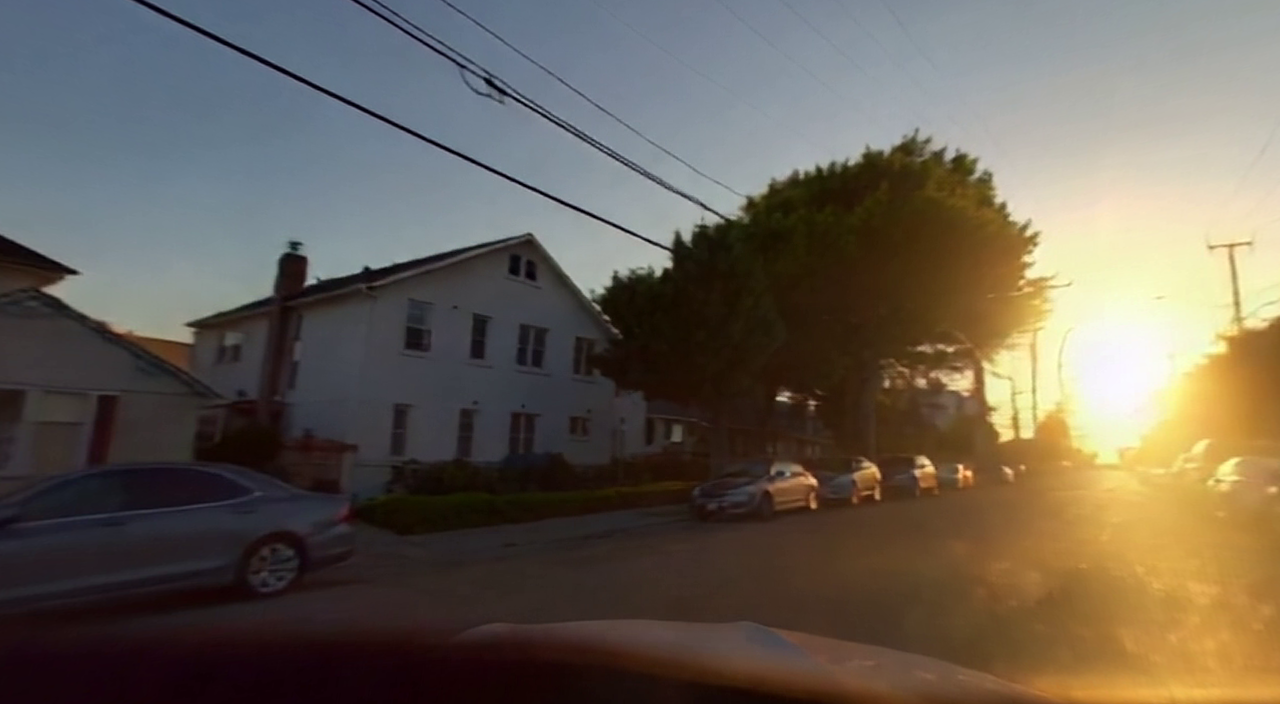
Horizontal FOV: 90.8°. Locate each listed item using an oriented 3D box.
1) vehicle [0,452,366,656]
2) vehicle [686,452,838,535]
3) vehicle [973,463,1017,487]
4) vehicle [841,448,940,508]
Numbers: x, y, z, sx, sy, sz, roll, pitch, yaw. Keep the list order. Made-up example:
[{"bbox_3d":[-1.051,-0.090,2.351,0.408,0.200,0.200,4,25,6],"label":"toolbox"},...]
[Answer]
[{"bbox_3d":[-4.977,1.597,5.445,1.746,1.391,4.469,-7,-10,36],"label":"vehicle"},{"bbox_3d":[3.162,3.369,15.750,1.909,1.675,4.442,-7,-10,36],"label":"vehicle"},{"bbox_3d":[23.660,8.135,42.029,1.958,1.359,4.357,-6,-10,35],"label":"vehicle"},{"bbox_3d":[9.427,4.565,23.527,2.034,1.923,4.713,-7,-11,38],"label":"vehicle"}]
